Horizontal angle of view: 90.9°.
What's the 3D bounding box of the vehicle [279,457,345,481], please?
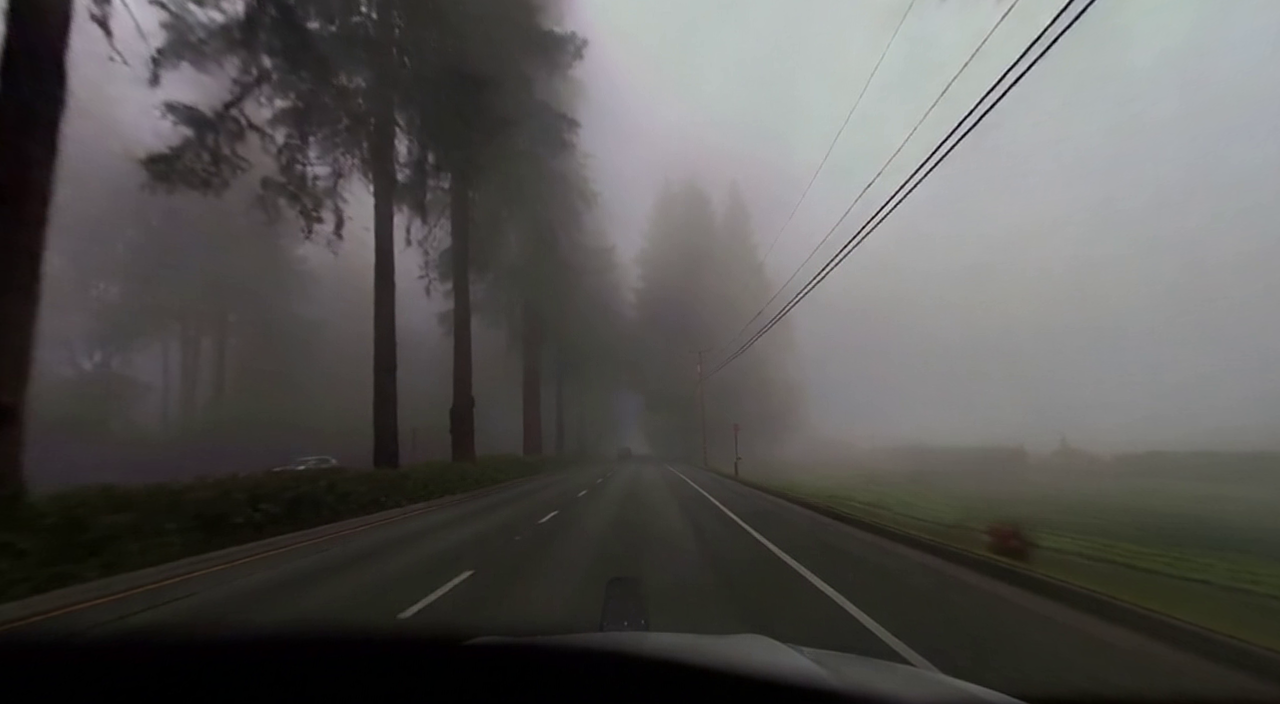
[{"bbox_3d":[-21.842,7.785,42.223,1.949,1.439,4.626,0,-8,0],"label":"vehicle"}]
